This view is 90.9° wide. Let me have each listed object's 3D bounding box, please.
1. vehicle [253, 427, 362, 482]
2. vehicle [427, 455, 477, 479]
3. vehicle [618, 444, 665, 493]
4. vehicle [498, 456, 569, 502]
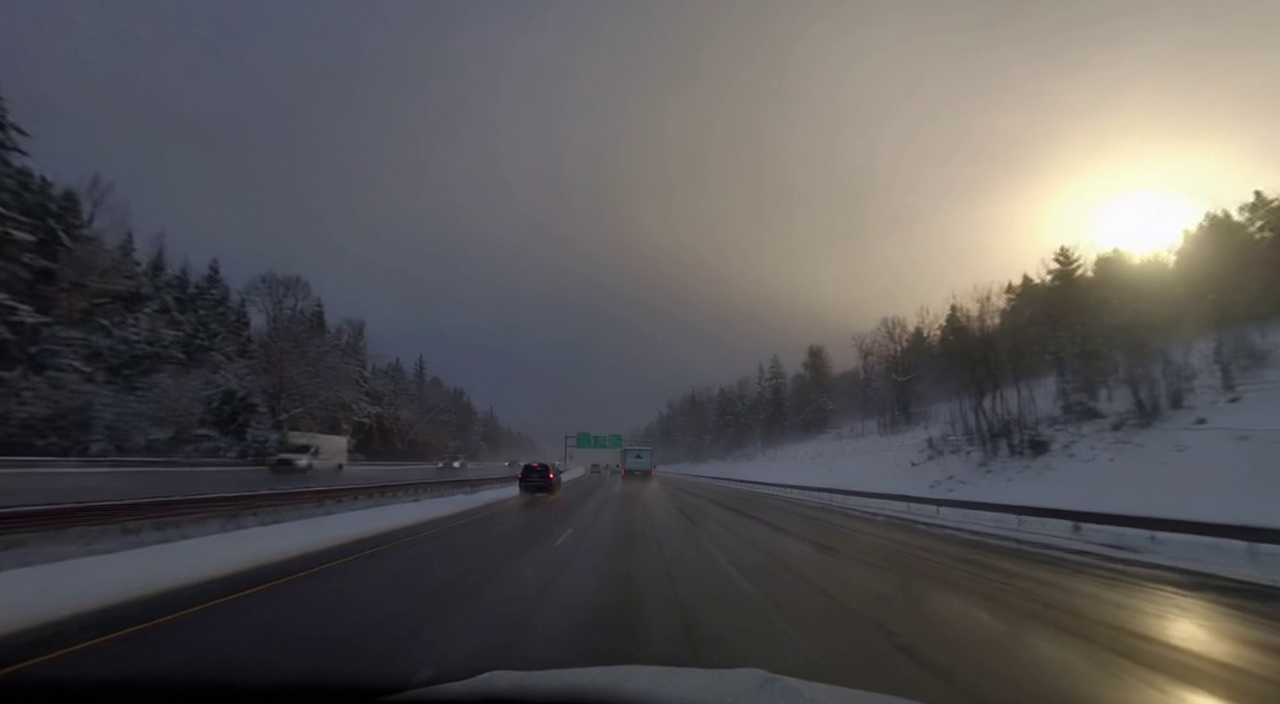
[{"bbox_3d":[-17.338,5.478,33.304,2.482,2.549,5.866,1,-10,0],"label":"vehicle"},{"bbox_3d":[-12.674,7.820,42.750,1.918,1.510,4.728,1,-10,0],"label":"vehicle"},{"bbox_3d":[-0.007,6.773,36.716,2.482,2.549,5.447,1,-10,-2],"label":"vehicle"},{"bbox_3d":[-4.103,5.014,25.032,2.100,1.605,3.883,1,-10,0],"label":"vehicle"}]
